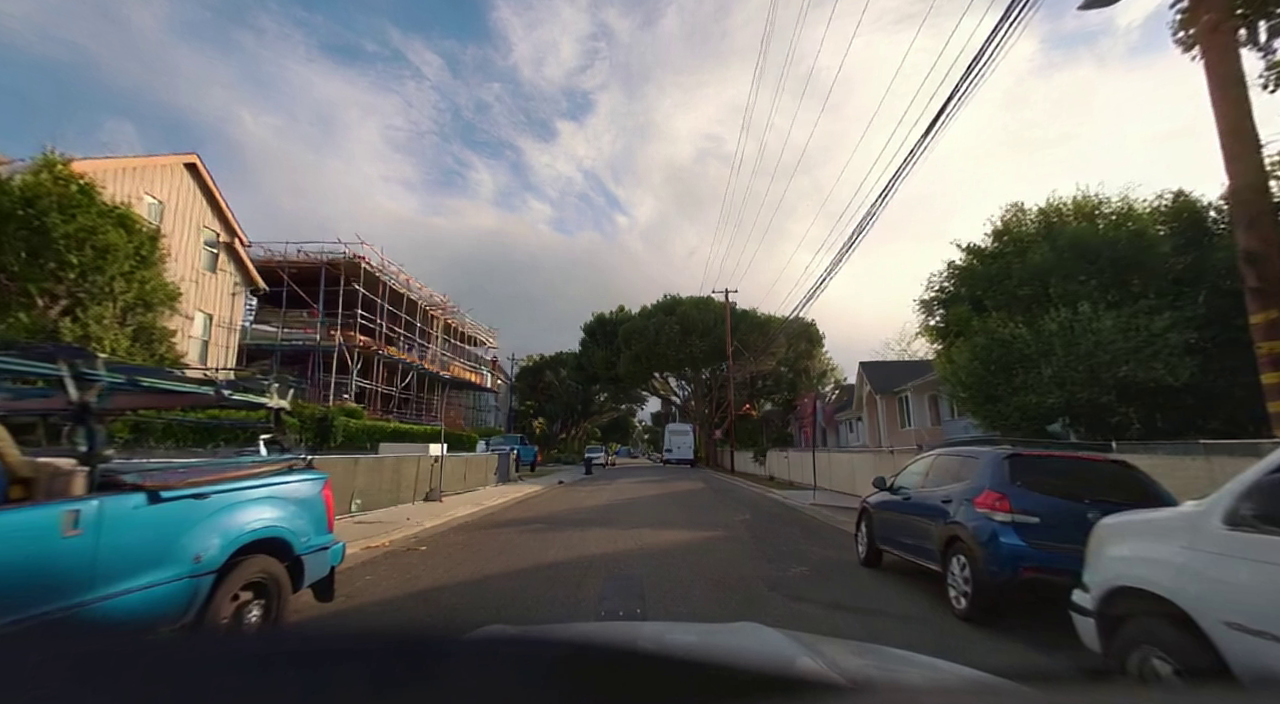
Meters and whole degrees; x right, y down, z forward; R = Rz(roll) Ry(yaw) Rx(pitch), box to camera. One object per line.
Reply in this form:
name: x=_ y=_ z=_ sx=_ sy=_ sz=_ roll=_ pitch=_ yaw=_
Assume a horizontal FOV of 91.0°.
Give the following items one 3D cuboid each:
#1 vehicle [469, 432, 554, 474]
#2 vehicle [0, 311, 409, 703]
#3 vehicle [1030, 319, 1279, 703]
vehicle: x=-6.306 y=5.057 z=31.803 sx=2.238 sy=1.895 sz=5.648 roll=-2 pitch=-9 yaw=10
vehicle: x=-2.982 y=0.885 z=2.876 sx=2.012 sy=1.876 sz=4.664 roll=1 pitch=-5 yaw=1
vehicle: x=3.323 y=0.660 z=1.200 sx=2.195 sy=1.832 sz=4.643 roll=0 pitch=-9 yaw=1
